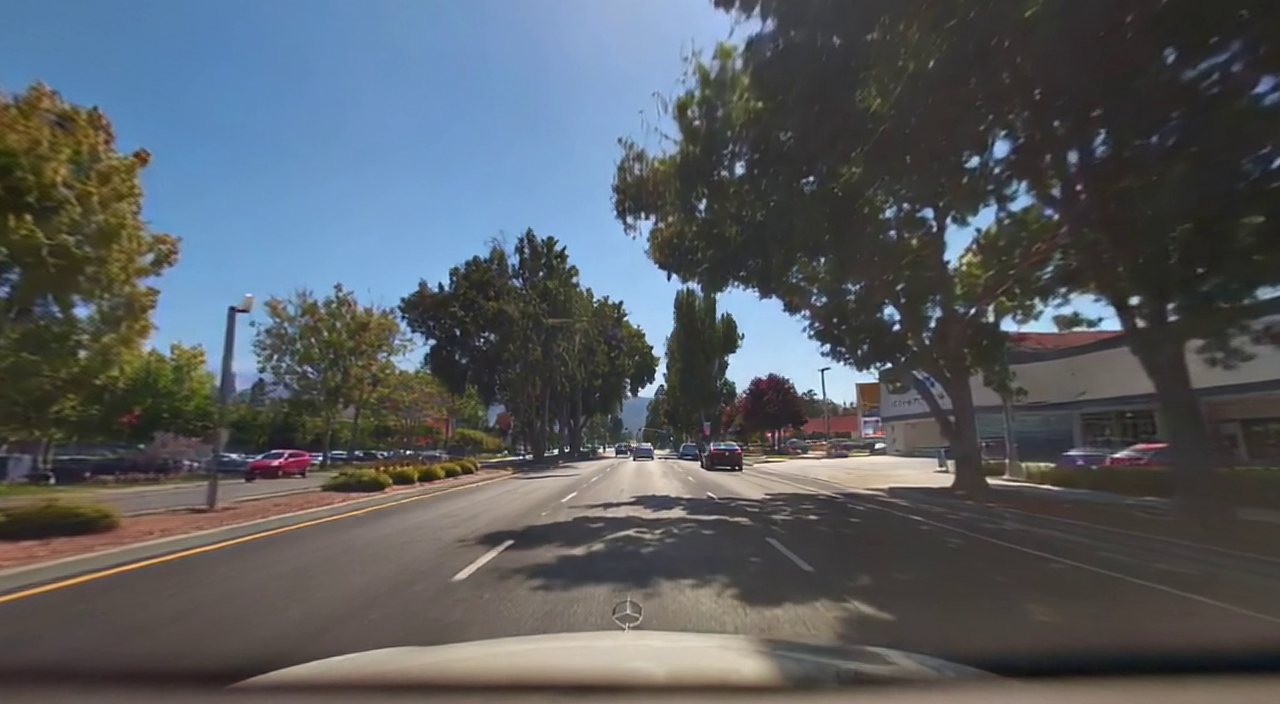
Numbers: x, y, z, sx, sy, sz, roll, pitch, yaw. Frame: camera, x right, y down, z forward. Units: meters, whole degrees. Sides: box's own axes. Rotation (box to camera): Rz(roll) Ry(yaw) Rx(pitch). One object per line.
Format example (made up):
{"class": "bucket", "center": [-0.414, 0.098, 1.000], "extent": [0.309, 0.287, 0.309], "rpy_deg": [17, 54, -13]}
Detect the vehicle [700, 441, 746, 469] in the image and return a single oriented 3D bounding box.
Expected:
{"class": "vehicle", "center": [4.521, 5.693, 35.002], "extent": [1.916, 1.459, 4.335], "rpy_deg": [0, -8, -1]}

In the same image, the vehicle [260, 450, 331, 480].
{"class": "vehicle", "center": [-22.276, 7.287, 41.011], "extent": [1.939, 1.780, 5.057], "rpy_deg": [0, -8, -2]}

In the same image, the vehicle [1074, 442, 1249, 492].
{"class": "vehicle", "center": [17.005, 3.752, 20.741], "extent": [3.907, 1.540, 2.017], "rpy_deg": [0, -8, 2]}

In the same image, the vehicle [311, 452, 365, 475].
{"class": "vehicle", "center": [-22.470, 8.288, 47.096], "extent": [1.674, 1.483, 4.741], "rpy_deg": [-3, -8, 1]}
